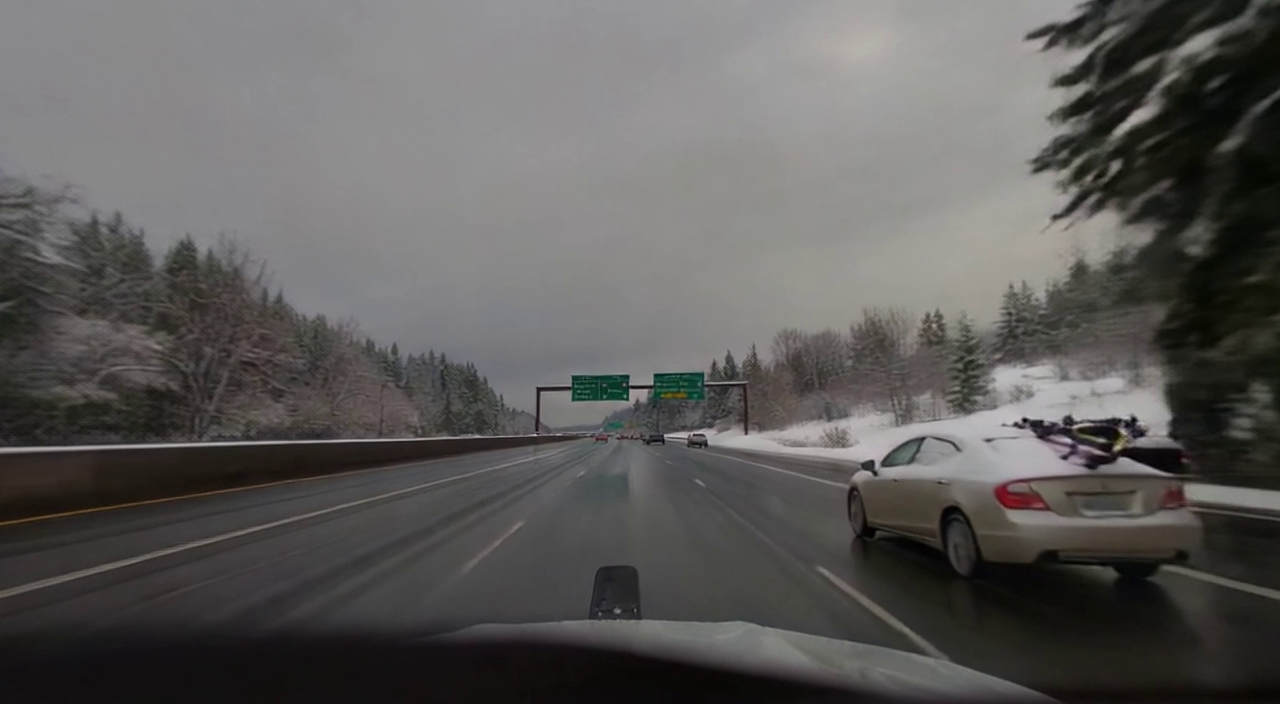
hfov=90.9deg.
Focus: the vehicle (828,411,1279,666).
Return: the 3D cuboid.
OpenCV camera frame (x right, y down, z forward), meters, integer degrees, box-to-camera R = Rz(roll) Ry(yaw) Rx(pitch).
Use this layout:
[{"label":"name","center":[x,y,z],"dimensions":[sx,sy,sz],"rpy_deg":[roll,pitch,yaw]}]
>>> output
[{"label":"vehicle","center":[3.606,1.368,5.957],"dimensions":[2.094,1.441,4.568],"rpy_deg":[0,-8,-2]}]
